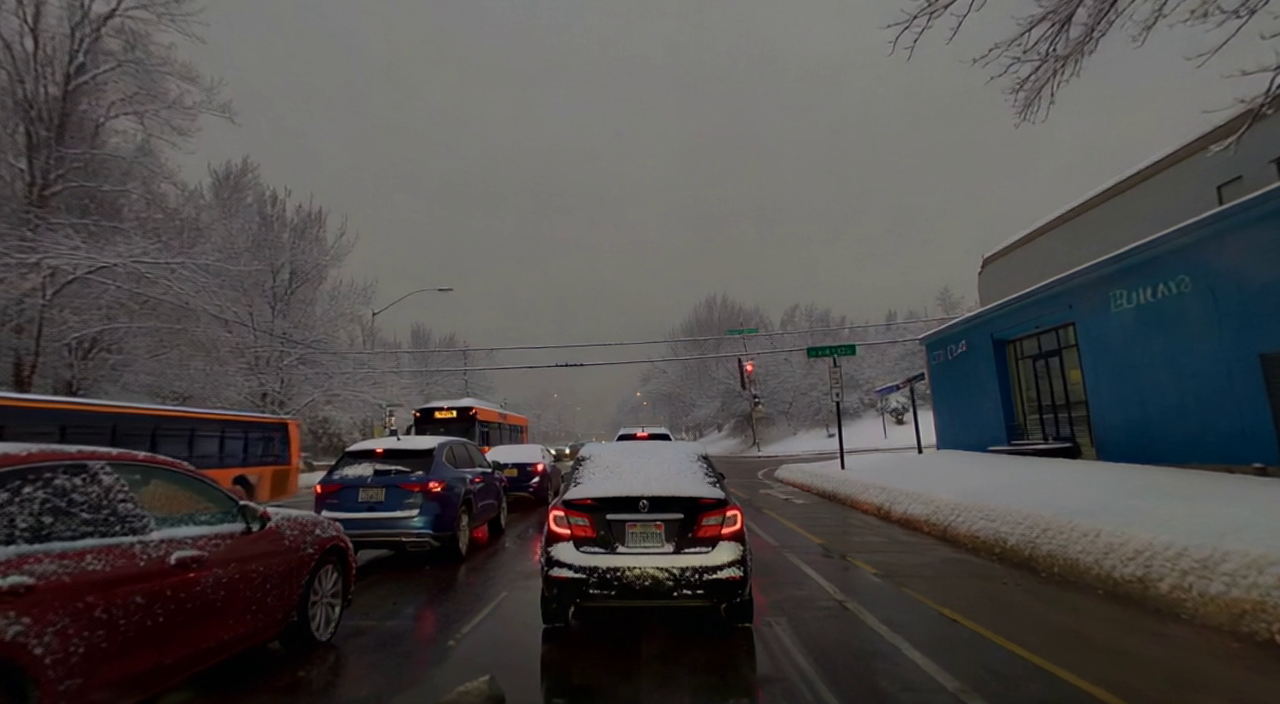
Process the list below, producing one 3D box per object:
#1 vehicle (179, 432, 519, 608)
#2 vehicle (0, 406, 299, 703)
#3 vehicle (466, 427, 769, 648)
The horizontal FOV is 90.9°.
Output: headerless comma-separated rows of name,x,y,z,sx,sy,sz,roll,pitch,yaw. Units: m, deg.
vehicle,-2.911,1.758,7.633,1.944,1.481,4.385,0,-8,1
vehicle,-3.169,0.869,1.724,1.867,1.486,4.452,0,-8,2
vehicle,-0.138,1.528,6.185,2.031,1.461,3.763,0,-8,0
